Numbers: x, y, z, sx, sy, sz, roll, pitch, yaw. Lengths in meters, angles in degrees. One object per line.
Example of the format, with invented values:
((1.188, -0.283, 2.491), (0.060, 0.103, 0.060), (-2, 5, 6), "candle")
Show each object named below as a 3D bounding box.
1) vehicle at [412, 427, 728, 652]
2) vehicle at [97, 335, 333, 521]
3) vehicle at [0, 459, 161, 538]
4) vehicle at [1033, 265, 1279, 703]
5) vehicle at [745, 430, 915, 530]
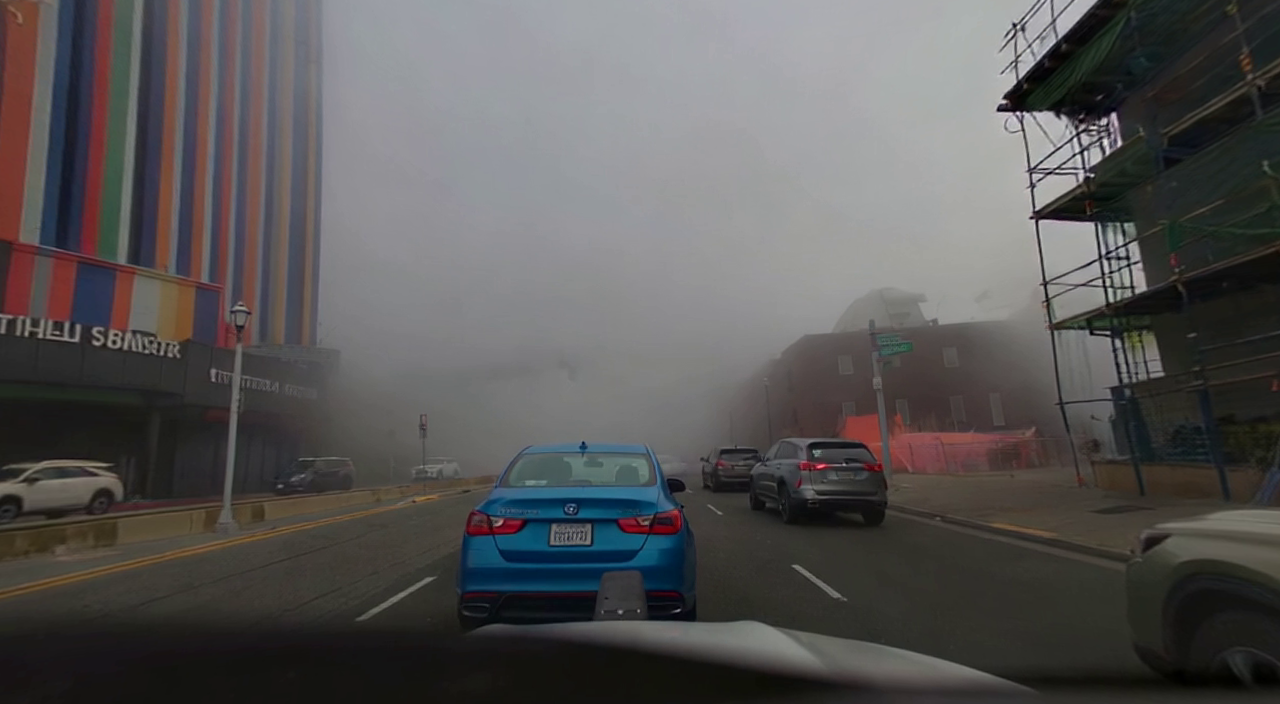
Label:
((-0.412, 1.578, 6.426), (2.131, 1.496, 4.193), (0, -8, 2), "vehicle")
((-9.093, 1.704, 14.027), (2.592, 3.548, 3.414), (-2, -9, 4), "vehicle")
((-13.874, 3.289, 14.614), (1.964, 1.519, 4.315), (-1, -8, 4), "vehicle")
((3.324, 0.479, 0.904), (2.182, 1.954, 5.341), (0, -8, 2), "vehicle")
((3.870, 2.699, 13.995), (2.185, 1.797, 4.934), (0, -8, -1), "vehicle")
